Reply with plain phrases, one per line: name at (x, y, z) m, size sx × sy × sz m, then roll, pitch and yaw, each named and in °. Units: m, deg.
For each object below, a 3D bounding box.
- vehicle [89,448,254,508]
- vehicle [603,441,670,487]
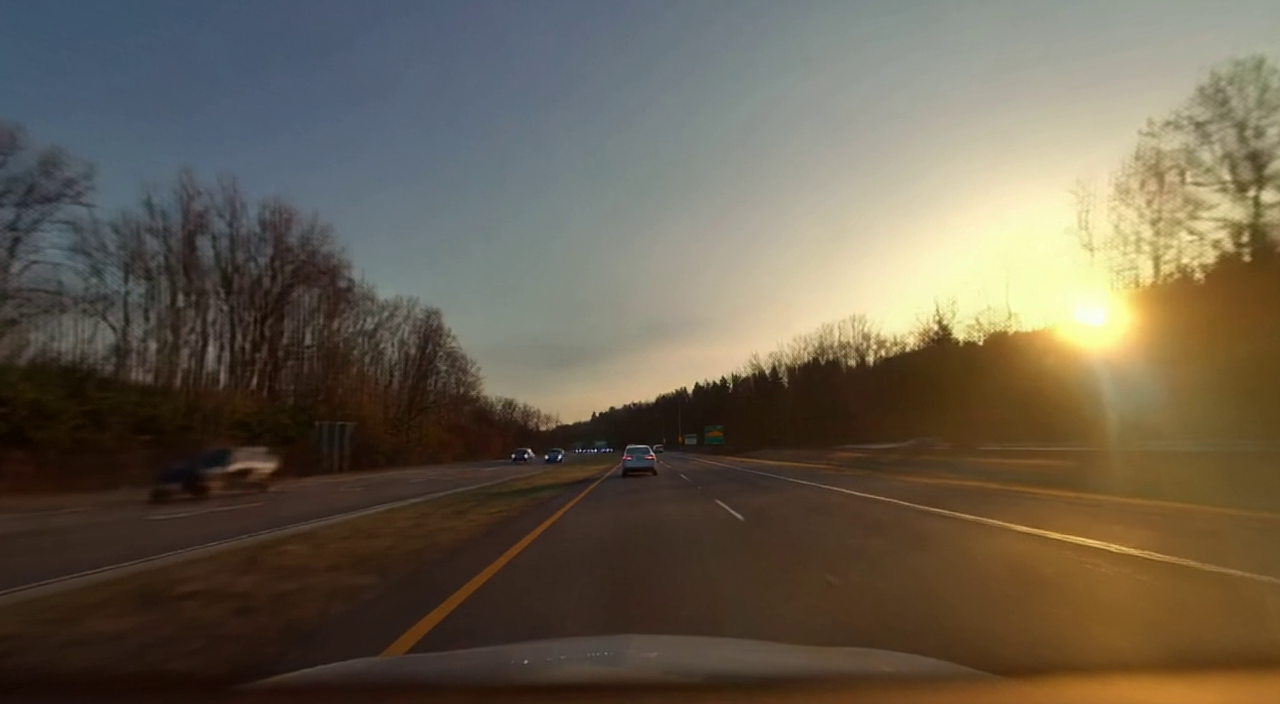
vehicle at (-13.656, 3.647, 18.622) m, size 1.834 × 1.539 × 3.929 m, roll 0°, pitch -9°, yaw -1°
vehicle at (-0.160, 4.070, 23.081) m, size 2.244 × 1.506 × 4.097 m, roll 0°, pitch -9°, yaw -1°
